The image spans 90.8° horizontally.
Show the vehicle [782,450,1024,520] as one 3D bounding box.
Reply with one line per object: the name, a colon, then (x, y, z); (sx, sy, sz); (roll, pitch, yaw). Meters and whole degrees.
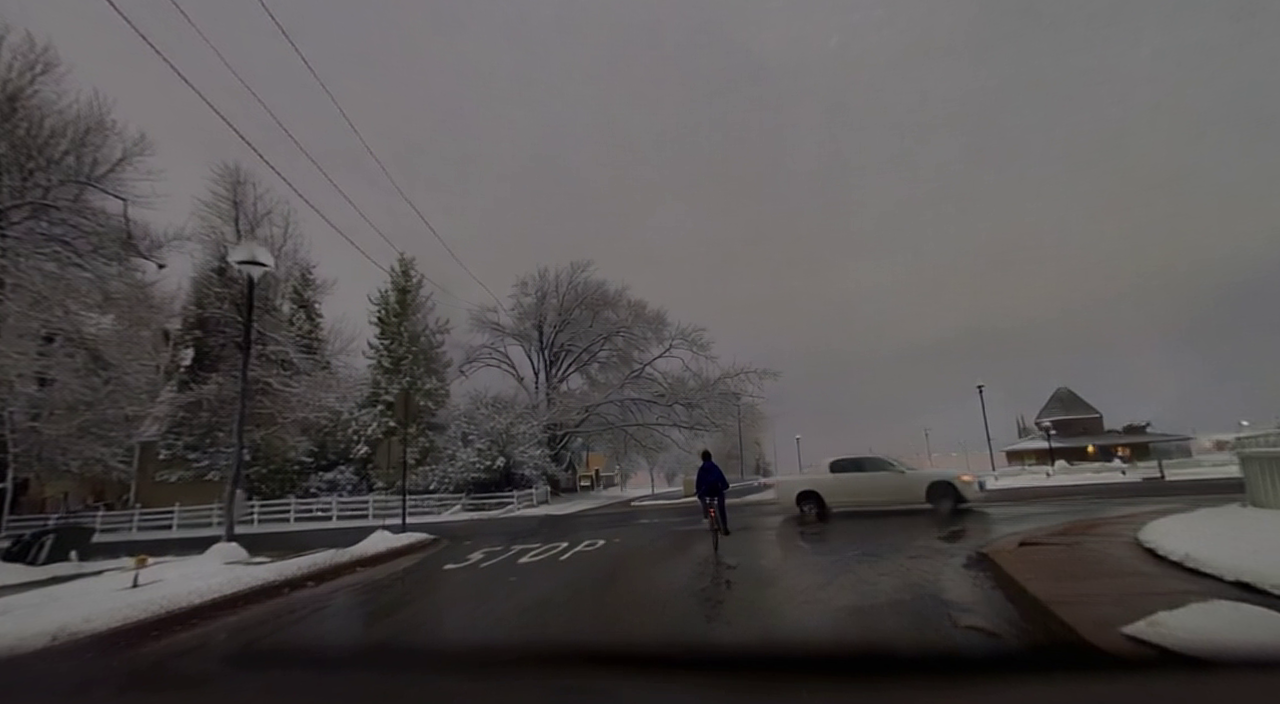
vehicle: (6.628, 3.309, 16.367); (5.323, 1.479, 2.112); (-8, -11, 40)
